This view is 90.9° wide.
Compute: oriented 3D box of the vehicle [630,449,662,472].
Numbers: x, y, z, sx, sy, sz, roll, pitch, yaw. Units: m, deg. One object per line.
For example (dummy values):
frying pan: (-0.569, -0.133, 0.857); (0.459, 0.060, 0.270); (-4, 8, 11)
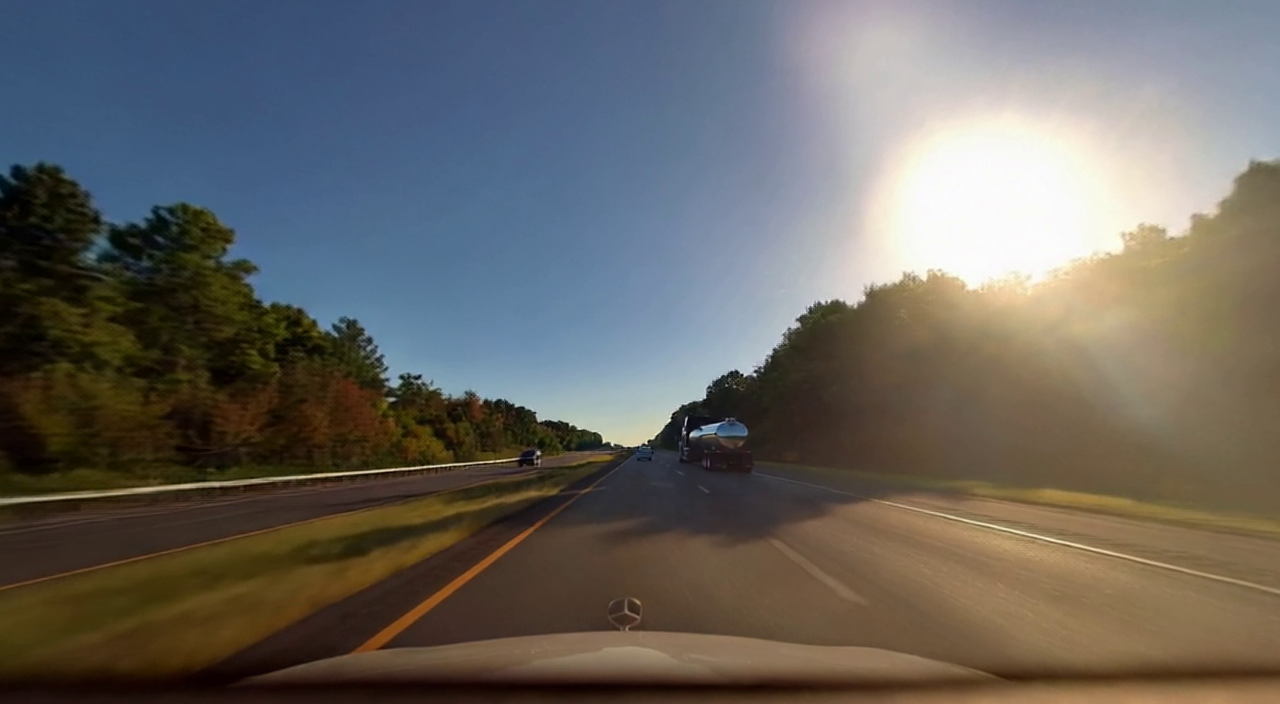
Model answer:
vehicle: (0.367, 6.832, 39.921); (1.926, 1.386, 3.615); (0, -9, 0)

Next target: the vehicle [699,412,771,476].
vehicle: (4.901, 5.015, 34.092); (2.718, 3.034, 7.395); (0, -9, 0)
